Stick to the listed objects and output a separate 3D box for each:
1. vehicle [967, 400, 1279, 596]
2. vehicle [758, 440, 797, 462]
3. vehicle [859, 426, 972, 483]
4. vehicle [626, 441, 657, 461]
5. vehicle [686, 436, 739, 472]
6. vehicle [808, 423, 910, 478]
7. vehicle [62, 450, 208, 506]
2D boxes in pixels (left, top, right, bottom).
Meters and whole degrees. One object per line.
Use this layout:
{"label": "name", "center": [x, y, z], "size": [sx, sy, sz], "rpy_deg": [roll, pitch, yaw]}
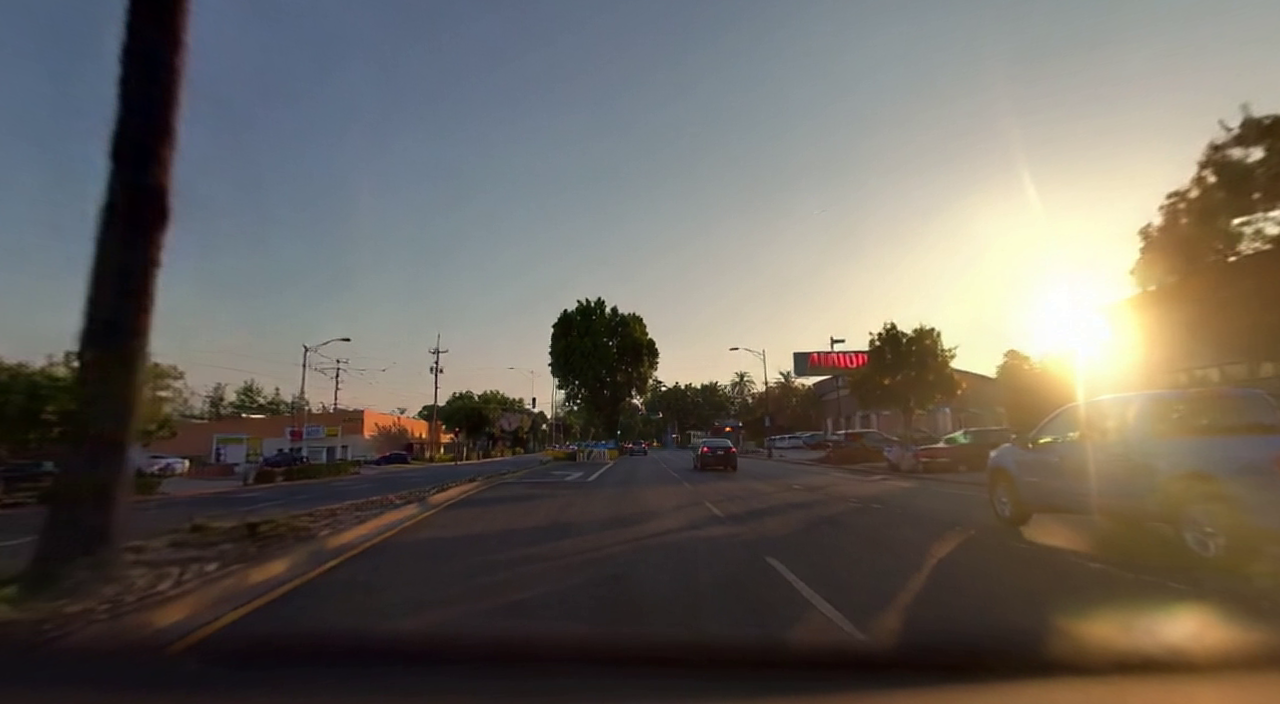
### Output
{"label": "vehicle", "center": [6.361, 1.528, 7.410], "size": [2.140, 1.606, 5.437], "rpy_deg": [0, -8, 0]}
{"label": "vehicle", "center": [10.505, 7.587, 48.630], "size": [1.965, 1.573, 4.308], "rpy_deg": [0, -8, -1]}
{"label": "vehicle", "center": [10.352, 3.890, 24.273], "size": [1.963, 1.917, 5.116], "rpy_deg": [0, -8, 0]}
{"label": "vehicle", "center": [0.115, 7.657, 49.138], "size": [2.258, 1.468, 4.076], "rpy_deg": [0, -8, 0]}
{"label": "vehicle", "center": [3.293, 4.769, 29.607], "size": [1.889, 1.541, 4.303], "rpy_deg": [0, -8, -1]}
{"label": "vehicle", "center": [10.269, 4.686, 30.420], "size": [2.555, 2.184, 6.973], "rpy_deg": [4, -8, 1]}
{"label": "vehicle", "center": [-18.921, 4.692, 23.989], "size": [1.913, 1.679, 4.543], "rpy_deg": [-6, -8, -1]}
